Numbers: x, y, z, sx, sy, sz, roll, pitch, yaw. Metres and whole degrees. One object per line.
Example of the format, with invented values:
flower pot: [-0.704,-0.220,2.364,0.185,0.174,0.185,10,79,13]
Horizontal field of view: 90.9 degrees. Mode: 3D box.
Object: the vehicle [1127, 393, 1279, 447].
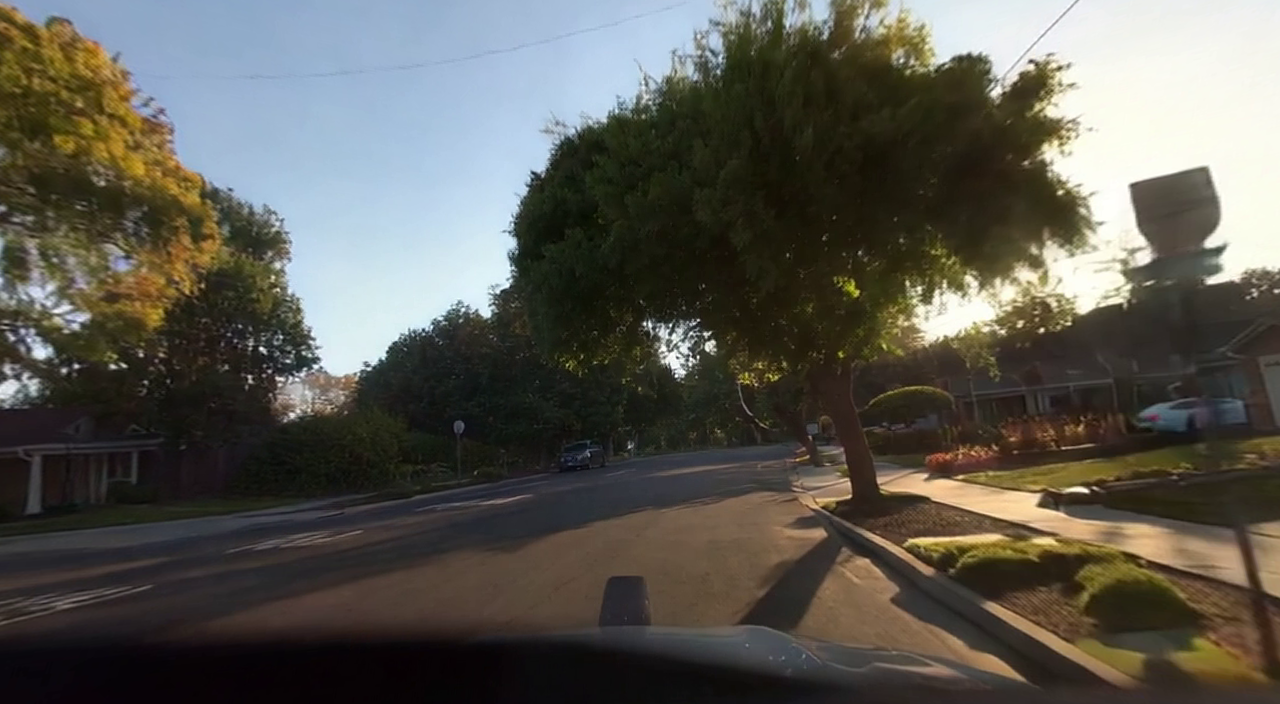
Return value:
vehicle: [18.958,2.408,21.556,1.806,1.481,4.671,-7,-10,14]
